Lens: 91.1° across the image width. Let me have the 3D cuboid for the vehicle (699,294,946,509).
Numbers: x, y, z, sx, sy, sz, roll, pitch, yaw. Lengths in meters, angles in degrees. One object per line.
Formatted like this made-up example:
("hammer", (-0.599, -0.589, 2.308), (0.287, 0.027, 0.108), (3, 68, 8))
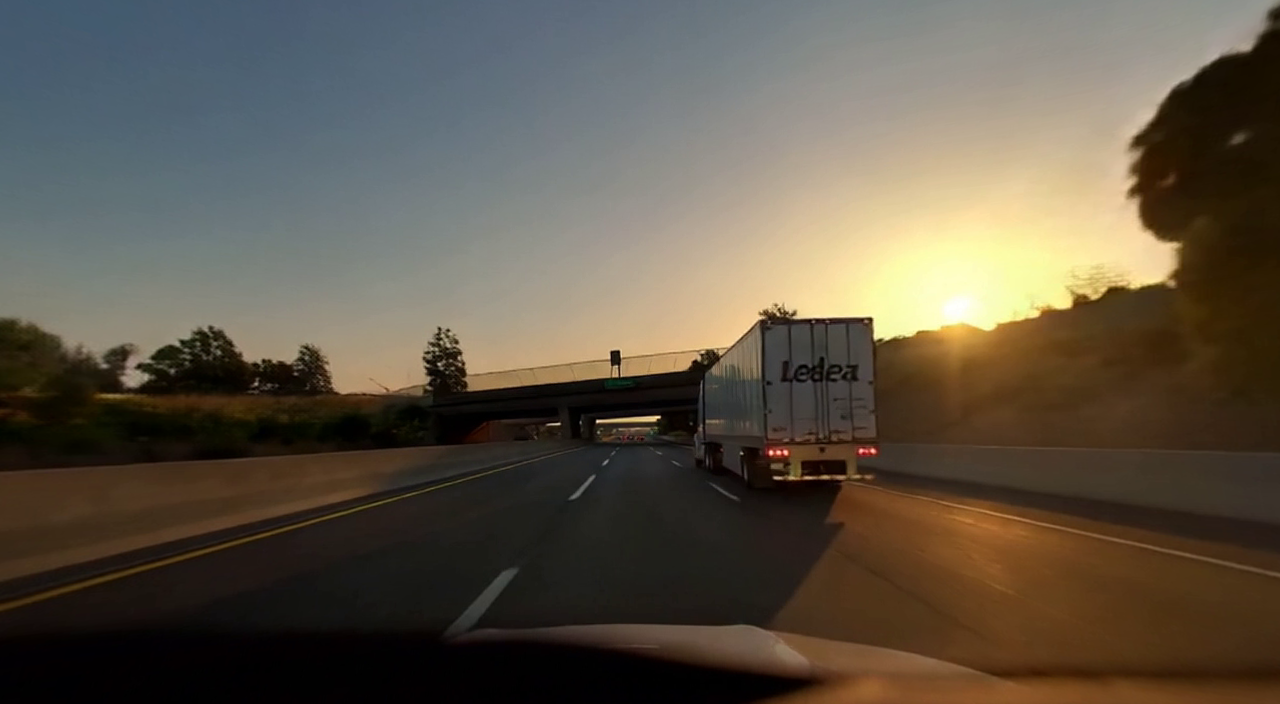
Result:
("vehicle", (4.035, 1.833, 18.737), (2.920, 4.029, 13.900), (0, -8, -1))
